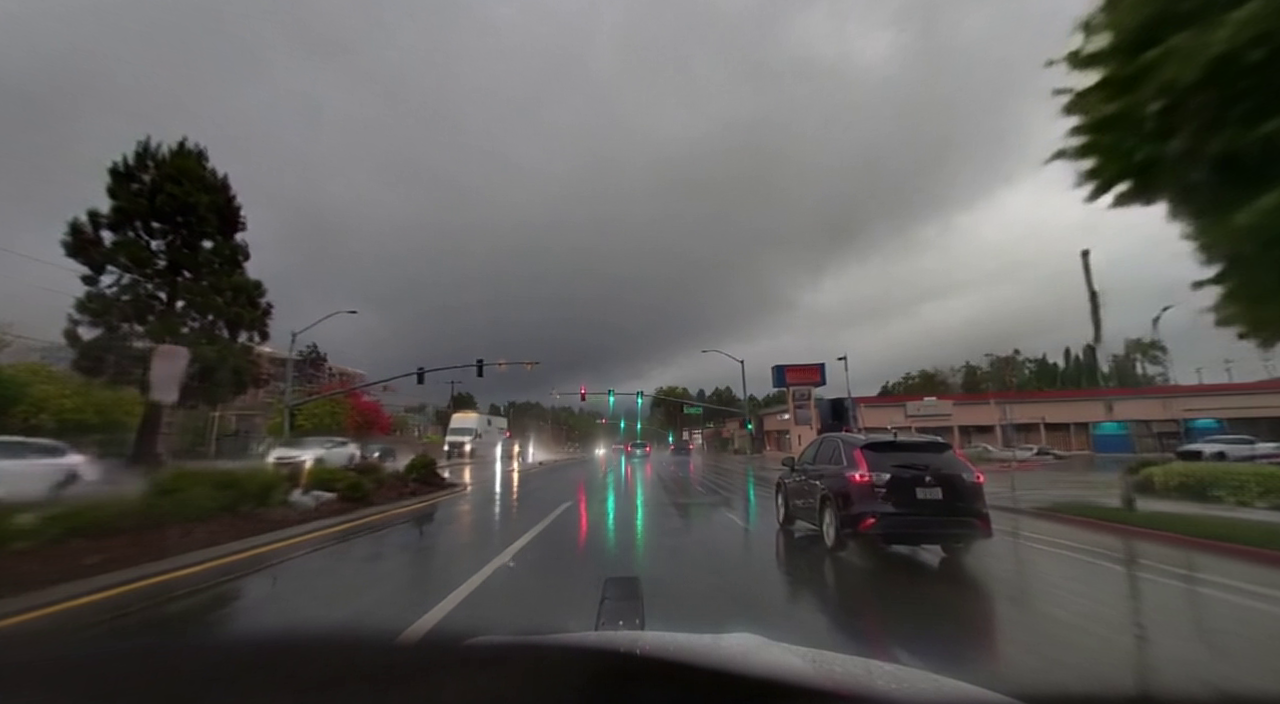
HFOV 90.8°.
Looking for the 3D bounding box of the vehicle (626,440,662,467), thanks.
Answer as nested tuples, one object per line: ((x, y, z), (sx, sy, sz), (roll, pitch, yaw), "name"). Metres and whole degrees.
((0.193, 6.095, 37.943), (2.023, 1.532, 3.891), (0, -9, -2), "vehicle")

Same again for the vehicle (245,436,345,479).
((-14.082, 4.320, 26.085), (1.847, 1.624, 3.927), (0, -9, 1), "vehicle")

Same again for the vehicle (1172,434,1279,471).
((31.406, 5.307, 33.505), (1.980, 1.792, 4.850), (0, -9, -1), "vehicle")

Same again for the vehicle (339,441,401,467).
((-17.791, 6.718, 41.897), (1.946, 1.606, 5.136), (0, -9, -1), "vehicle")

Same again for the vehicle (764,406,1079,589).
((3.053, 1.678, 8.123), (1.969, 1.682, 4.387), (0, -9, -1), "vehicle")

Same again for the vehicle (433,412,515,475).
((-7.386, 4.187, 28.876), (2.334, 2.525, 5.893), (0, -9, -2), "vehicle")

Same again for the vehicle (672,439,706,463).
((3.549, 7.302, 46.514), (2.085, 1.668, 4.077), (0, -9, 0), "vehicle")
